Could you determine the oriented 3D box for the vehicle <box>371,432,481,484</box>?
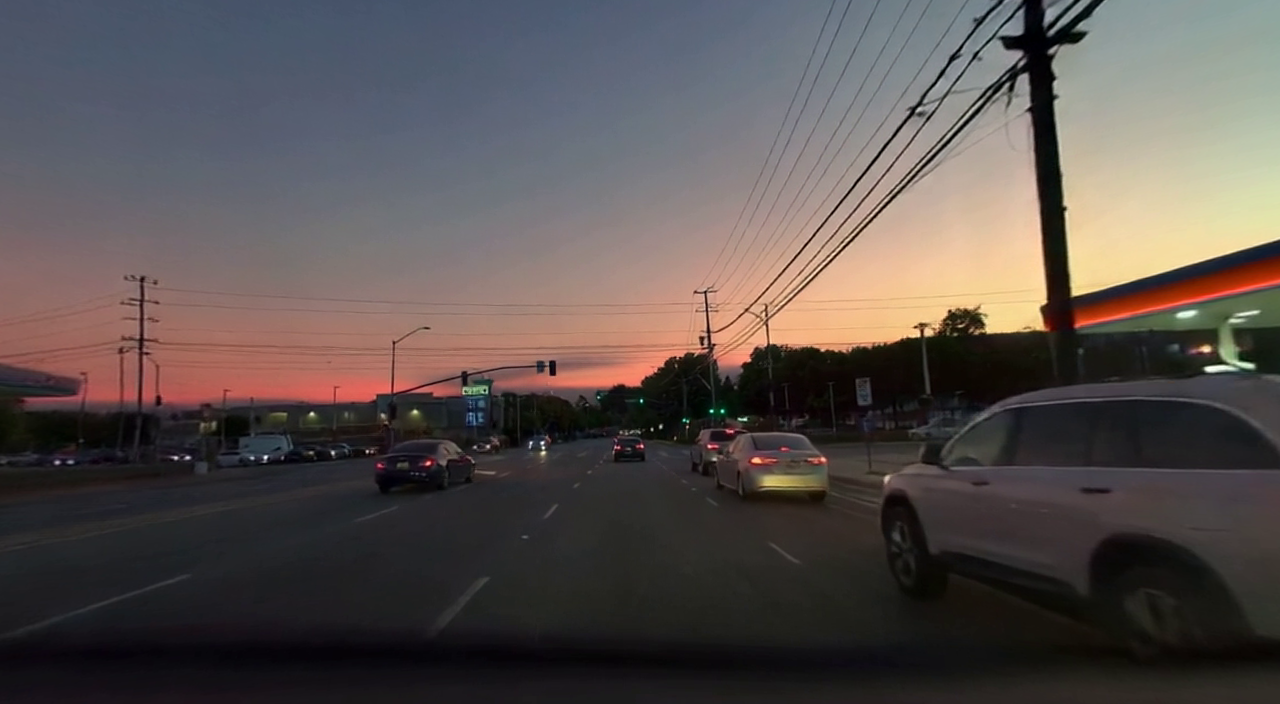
[{"bbox_3d":[-6.683,3.330,20.285,2.075,1.470,4.190,0,-8,0],"label":"vehicle"}]

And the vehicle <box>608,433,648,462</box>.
[{"bbox_3d":[-0.685,5.261,35.050,2.065,1.484,3.894,0,-8,-2],"label":"vehicle"}]

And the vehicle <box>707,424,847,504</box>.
[{"bbox_3d":[2.816,2.413,14.115,1.945,1.470,4.363,0,-8,-3],"label":"vehicle"}]

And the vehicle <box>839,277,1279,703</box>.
[{"bbox_3d":[3.205,0.903,3.961,2.124,1.824,4.973,0,-8,-2],"label":"vehicle"}]

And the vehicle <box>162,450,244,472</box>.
[{"bbox_3d":[-33.858,8.408,49.029,4.989,1.567,2.075,-1,-8,8],"label":"vehicle"}]

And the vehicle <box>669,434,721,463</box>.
[{"bbox_3d":[2.853,5.127,33.853,2.208,1.436,4.542,0,-8,-2],"label":"vehicle"}]
